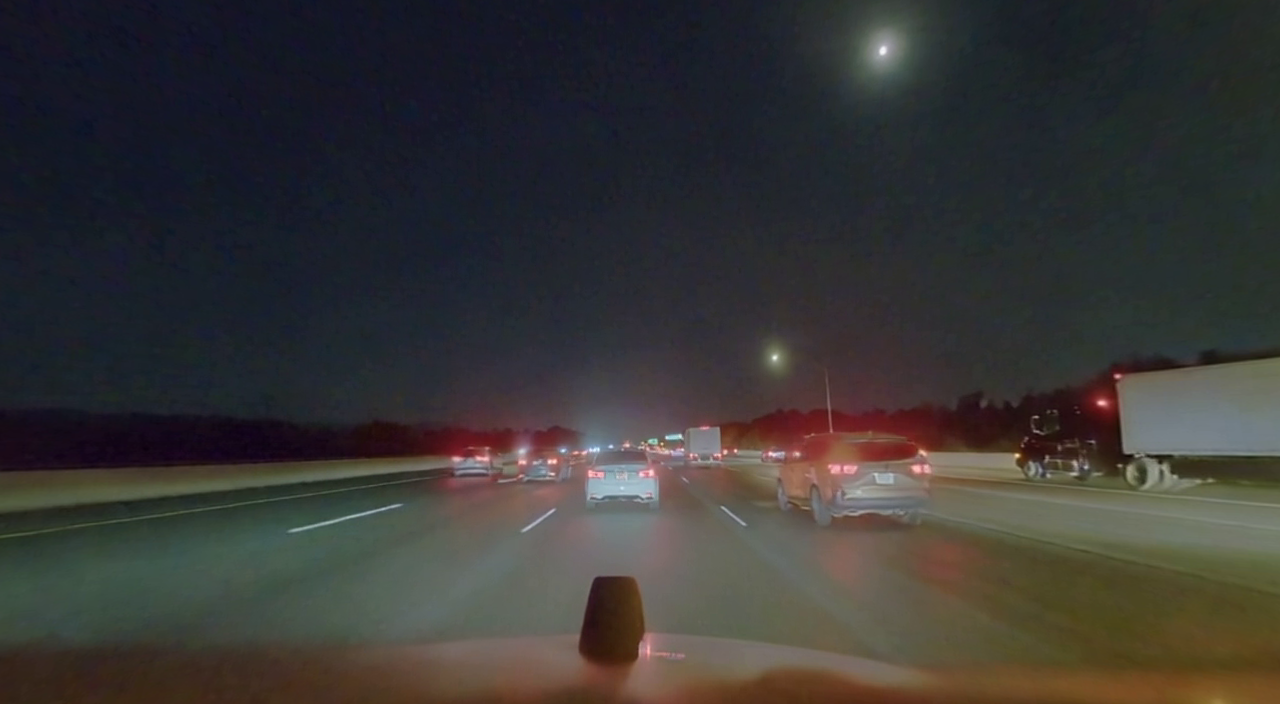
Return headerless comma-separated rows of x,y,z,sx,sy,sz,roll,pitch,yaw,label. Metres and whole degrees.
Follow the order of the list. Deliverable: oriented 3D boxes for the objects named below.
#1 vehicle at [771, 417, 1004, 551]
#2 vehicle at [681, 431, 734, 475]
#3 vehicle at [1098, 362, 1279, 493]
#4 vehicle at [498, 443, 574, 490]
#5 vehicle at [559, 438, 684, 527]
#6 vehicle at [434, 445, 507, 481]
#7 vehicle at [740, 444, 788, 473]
3.564,1.991,10.082,2.053,1.666,4.106,0,-9,0,vehicle
3.765,5.798,36.306,2.440,2.313,5.266,0,-9,0,vehicle
21.381,2.561,20.909,2.970,4.079,10.086,3,-9,-14,vehicle
-3.653,4.114,22.964,1.926,1.542,4.329,0,-9,1,vehicle
-0.280,2.551,12.862,2.132,1.499,4.038,0,-9,1,vehicle
-7.837,5.171,29.635,2.032,1.549,4.850,0,-9,1,vehicle
7.545,6.480,38.658,2.055,1.650,4.241,0,-9,-1,vehicle
